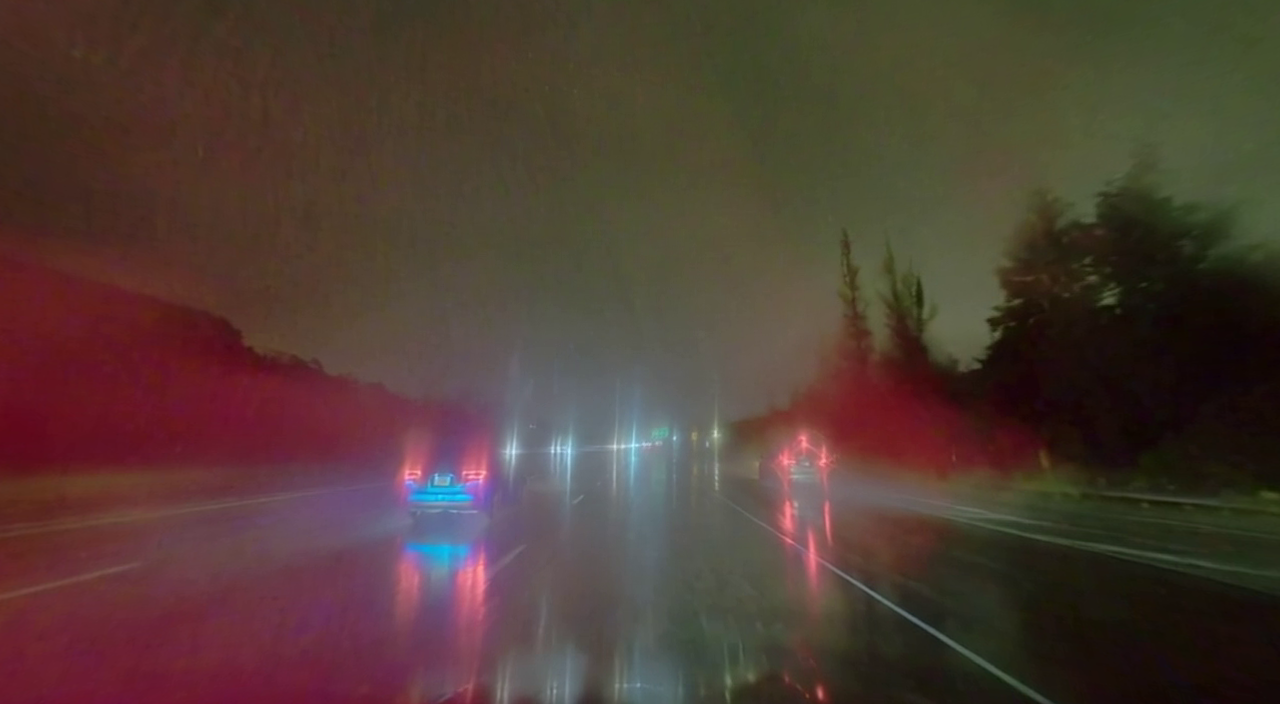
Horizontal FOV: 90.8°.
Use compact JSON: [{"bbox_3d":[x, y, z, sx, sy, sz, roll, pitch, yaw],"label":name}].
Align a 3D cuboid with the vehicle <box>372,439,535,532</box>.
[{"bbox_3d":[-3.317,2.434,12.074,1.935,1.479,3.787,0,-9,0],"label":"vehicle"}]
